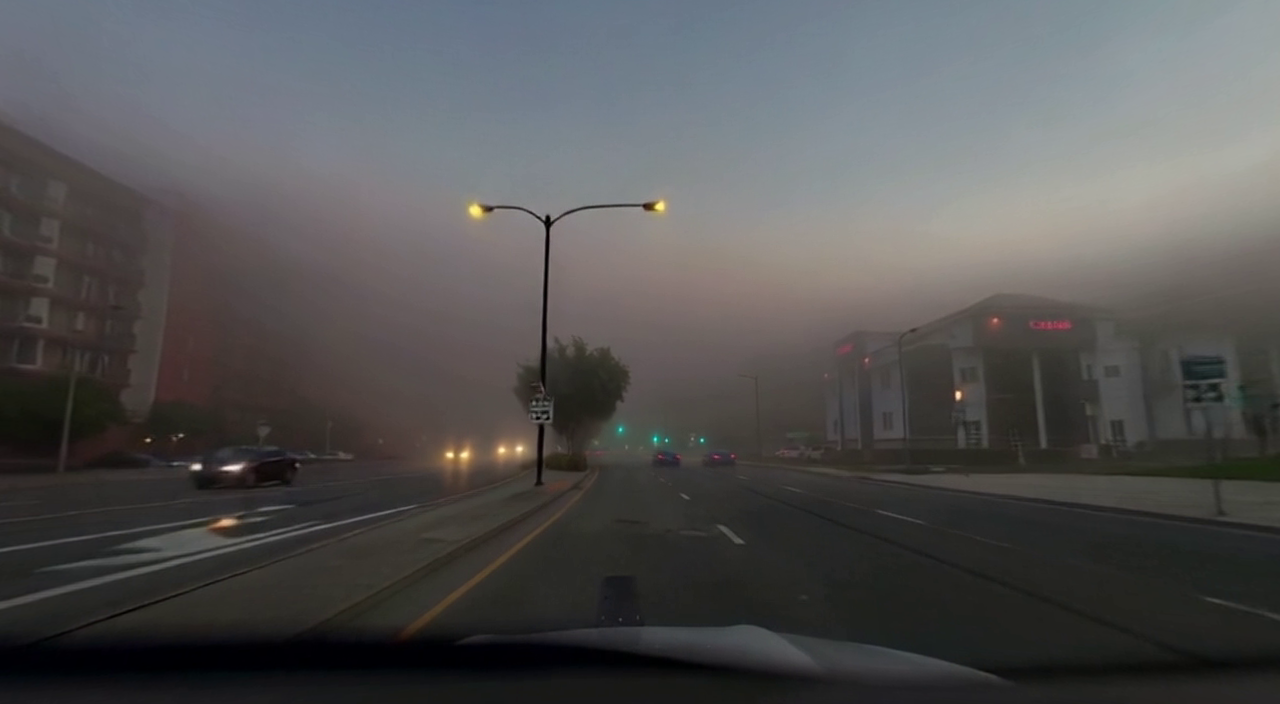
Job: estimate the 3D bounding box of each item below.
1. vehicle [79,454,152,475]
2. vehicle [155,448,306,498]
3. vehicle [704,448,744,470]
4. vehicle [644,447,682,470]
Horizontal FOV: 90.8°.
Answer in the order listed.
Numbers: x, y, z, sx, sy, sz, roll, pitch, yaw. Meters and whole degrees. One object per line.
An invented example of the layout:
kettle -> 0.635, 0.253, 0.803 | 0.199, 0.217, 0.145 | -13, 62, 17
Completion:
vehicle -> -40.001, 8.548, 48.343 | 1.789, 1.445, 4.752 | 0, -9, -5
vehicle -> -13.430, 3.954, 21.145 | 1.946, 1.441, 4.661 | 0, -9, 0
vehicle -> 5.760, 7.396, 43.984 | 1.932, 1.439, 4.159 | 0, -9, -4
vehicle -> 1.493, 7.267, 43.261 | 2.020, 1.479, 4.650 | 0, -9, -5
